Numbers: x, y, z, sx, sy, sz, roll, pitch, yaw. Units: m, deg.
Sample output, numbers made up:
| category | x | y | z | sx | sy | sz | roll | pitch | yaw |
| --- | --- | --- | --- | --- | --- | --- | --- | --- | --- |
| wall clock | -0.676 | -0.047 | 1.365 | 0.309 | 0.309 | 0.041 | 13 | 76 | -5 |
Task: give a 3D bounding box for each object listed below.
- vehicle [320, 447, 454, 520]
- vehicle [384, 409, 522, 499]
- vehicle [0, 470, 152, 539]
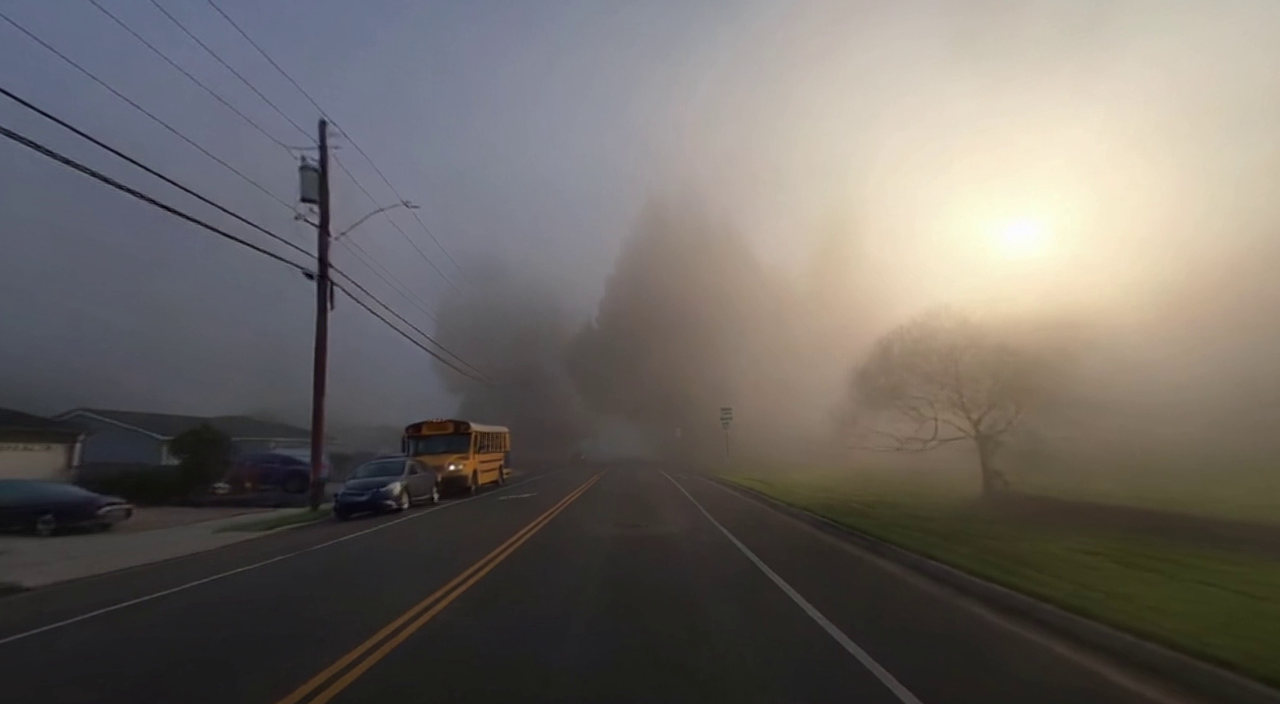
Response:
| category | x | y | z | sx | sy | sz | roll | pitch | yaw |
| --- | --- | --- | --- | --- | --- | --- | --- | --- | --- |
| vehicle | -6.802 | 3.530 | 17.608 | 2.023 | 1.721 | 4.418 | 0 | -9 | -2 |
| vehicle | -6.676 | 3.820 | 23.900 | 2.835 | 2.876 | 7.091 | 0 | -9 | 2 |
| vehicle | -14.579 | 3.617 | 15.325 | 4.296 | 1.420 | 1.874 | -2 | -9 | 12 |
